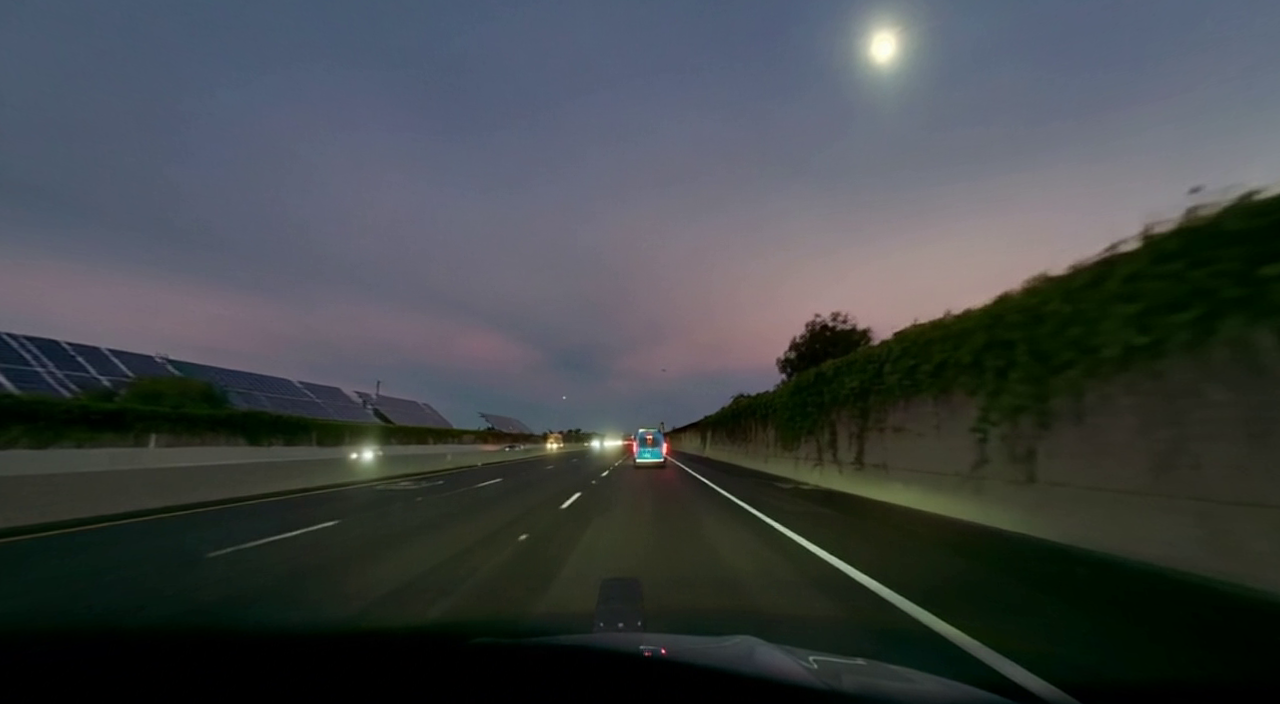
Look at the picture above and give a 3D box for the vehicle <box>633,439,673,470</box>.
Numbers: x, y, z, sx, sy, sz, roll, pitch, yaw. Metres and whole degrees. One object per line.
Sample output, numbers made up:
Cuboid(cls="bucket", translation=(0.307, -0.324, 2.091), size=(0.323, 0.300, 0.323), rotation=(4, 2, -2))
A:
Cuboid(cls="vehicle", translation=(0.622, 5.332, 32.943), size=(1.997, 1.484, 3.409), rotation=(0, -8, 0))
